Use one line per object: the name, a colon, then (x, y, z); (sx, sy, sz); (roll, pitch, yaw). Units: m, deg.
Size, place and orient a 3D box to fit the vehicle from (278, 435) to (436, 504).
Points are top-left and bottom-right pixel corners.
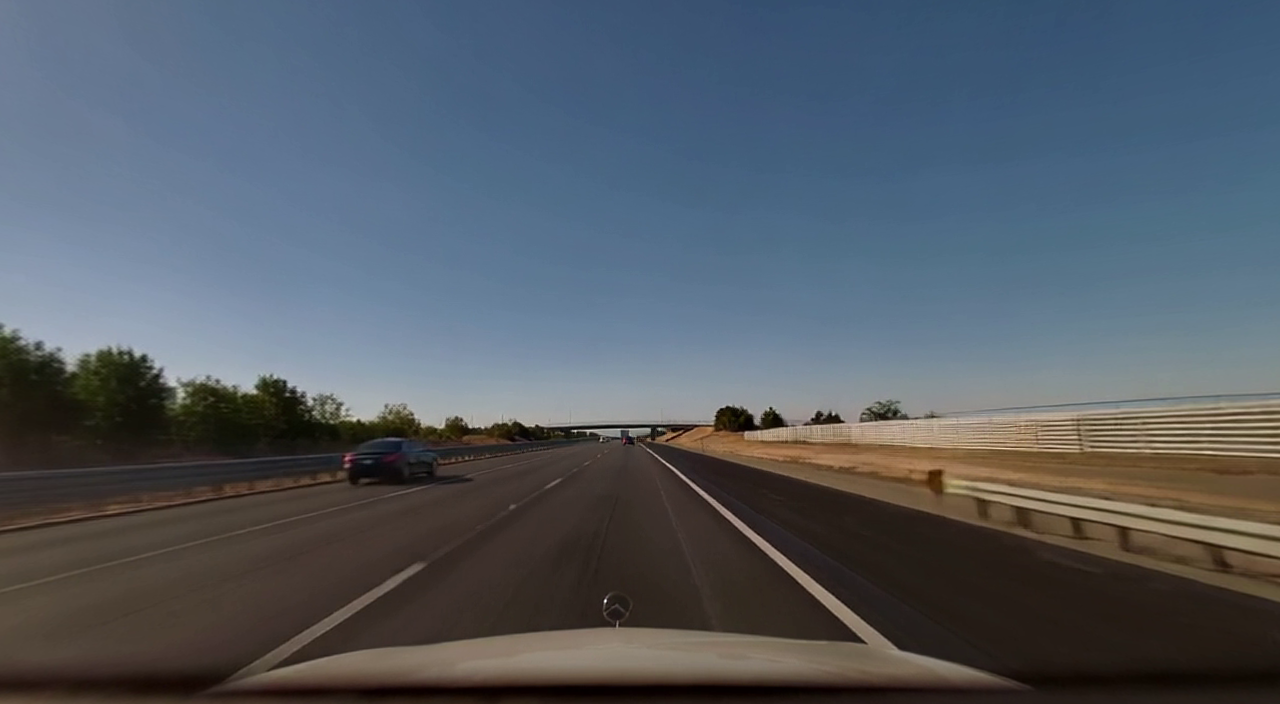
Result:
vehicle: (-6.831, 2.839, 15.794); (1.989, 1.473, 4.345); (0, -8, 0)
